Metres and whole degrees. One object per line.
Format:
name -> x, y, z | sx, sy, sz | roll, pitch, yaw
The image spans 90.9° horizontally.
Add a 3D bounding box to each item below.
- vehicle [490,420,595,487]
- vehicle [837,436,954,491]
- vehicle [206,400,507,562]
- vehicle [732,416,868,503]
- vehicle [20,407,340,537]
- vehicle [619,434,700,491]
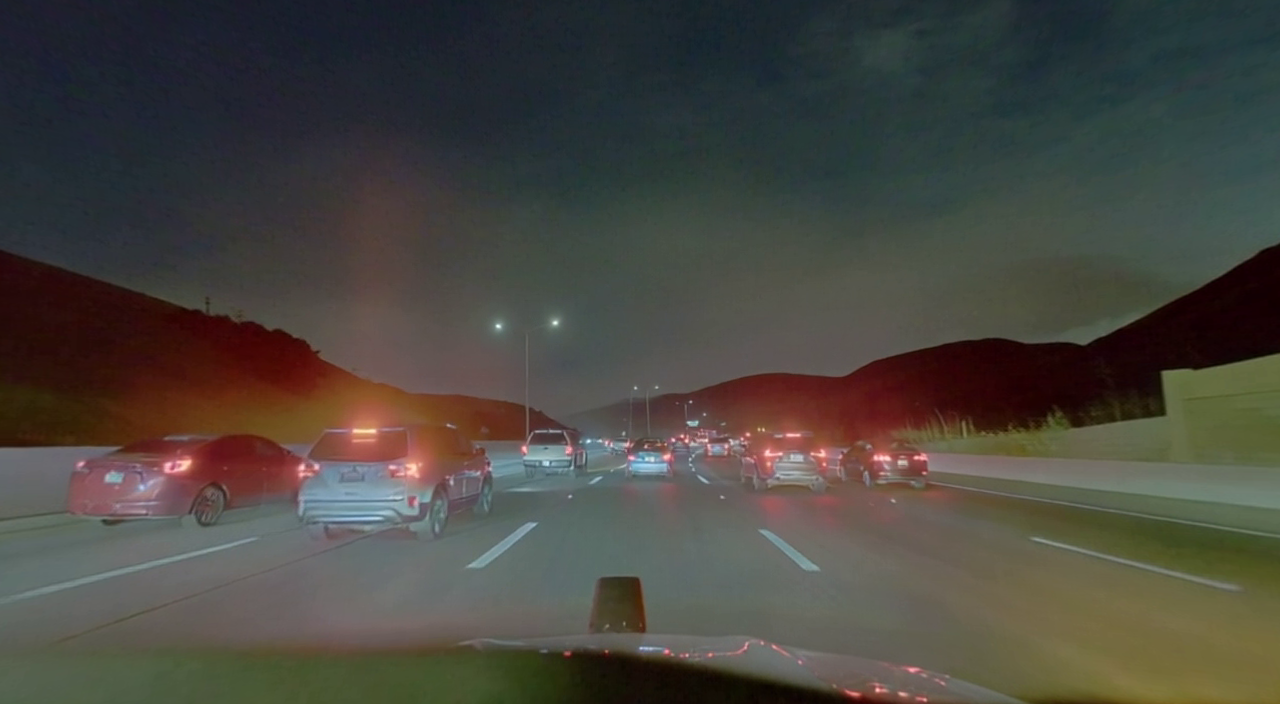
vehicle -> -2.994, 3.304, 20.789 | 2.301, 1.902, 5.374 | -1, -8, 3
vehicle -> 7.502, 3.284, 19.006 | 1.846, 1.469, 4.166 | 0, -8, 1
vehicle -> -3.524, 1.706, 9.054 | 2.179, 1.723, 4.410 | 0, -8, 1
vehicle -> 3.595, 2.522, 15.167 | 2.046, 1.765, 4.534 | 0, -8, 0
vehicle -> -7.667, 2.040, 11.357 | 2.017, 1.810, 4.782 | 0, -8, 2
vehicle -> 0.562, 3.205, 18.654 | 2.105, 1.471, 4.349 | 0, -8, 2
